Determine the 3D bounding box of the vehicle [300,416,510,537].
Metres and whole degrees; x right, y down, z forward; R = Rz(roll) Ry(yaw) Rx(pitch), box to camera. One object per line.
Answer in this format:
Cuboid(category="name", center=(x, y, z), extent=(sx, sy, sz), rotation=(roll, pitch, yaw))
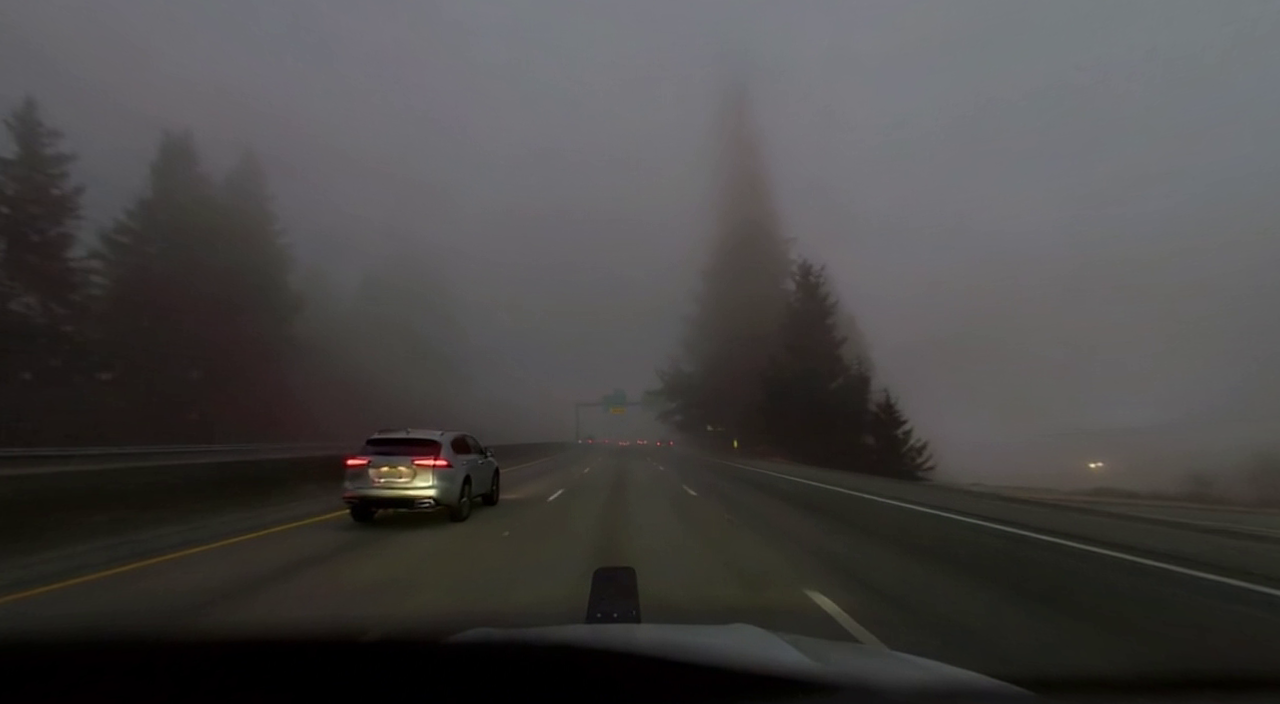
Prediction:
Cuboid(category="vehicle", center=(-3.738, 2.052, 10.994), extent=(2.074, 1.652, 4.273), rotation=(0, -8, -1))
